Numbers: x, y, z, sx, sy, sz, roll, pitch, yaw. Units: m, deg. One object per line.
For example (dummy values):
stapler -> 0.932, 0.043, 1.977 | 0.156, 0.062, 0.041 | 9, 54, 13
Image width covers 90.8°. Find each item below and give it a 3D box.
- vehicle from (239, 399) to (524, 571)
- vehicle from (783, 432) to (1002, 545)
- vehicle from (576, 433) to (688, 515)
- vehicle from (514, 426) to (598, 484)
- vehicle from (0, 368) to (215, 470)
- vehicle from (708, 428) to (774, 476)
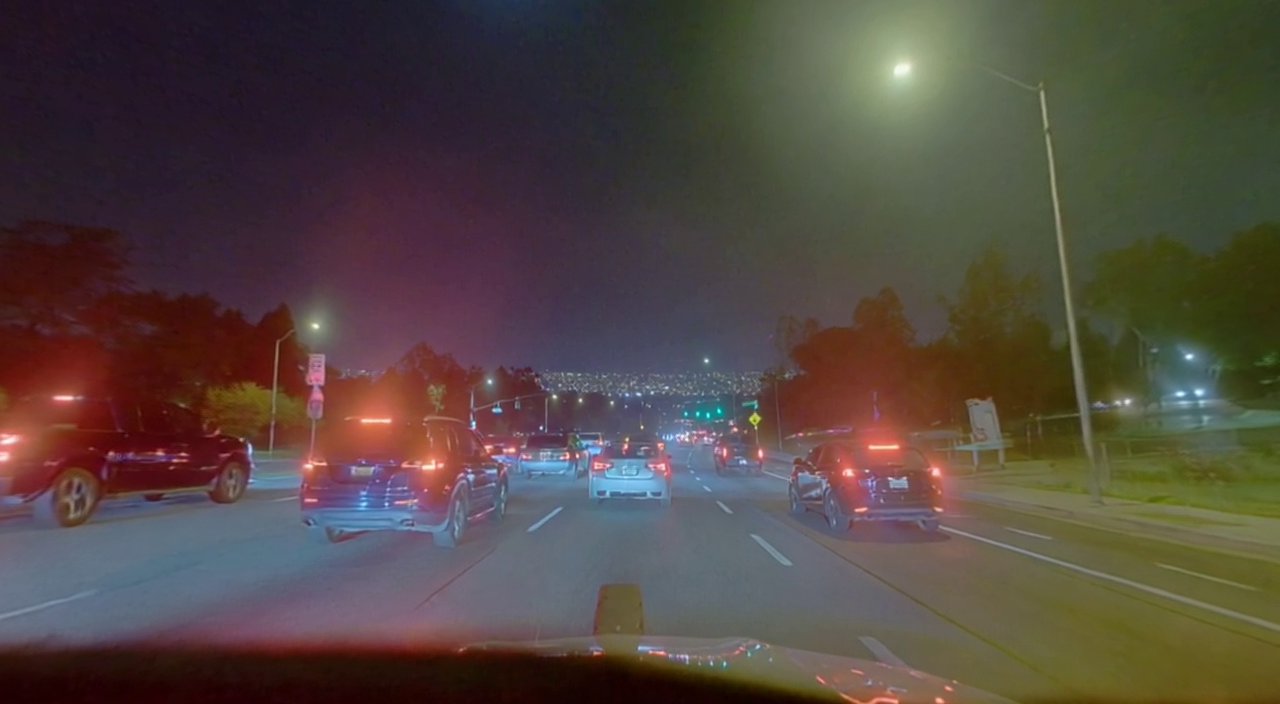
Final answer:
vehicle -> -3.145, 1.756, 9.209 | 2.111, 1.745, 5.274 | 0, -8, -2
vehicle -> 3.814, 2.114, 10.471 | 1.884, 1.463, 4.195 | 0, -8, 0
vehicle -> -0.132, 2.560, 13.748 | 2.030, 1.477, 4.330 | 0, -8, 0
vehicle -> -2.839, 3.632, 22.536 | 2.218, 1.829, 4.492 | 0, -8, 2
vehicle -> -27.754, 3.472, 30.854 | 3.181, 4.189, 14.107 | -1, -9, 5
vehicle -> 4.218, 4.259, 27.064 | 2.099, 1.845, 4.363 | 0, -8, 0
